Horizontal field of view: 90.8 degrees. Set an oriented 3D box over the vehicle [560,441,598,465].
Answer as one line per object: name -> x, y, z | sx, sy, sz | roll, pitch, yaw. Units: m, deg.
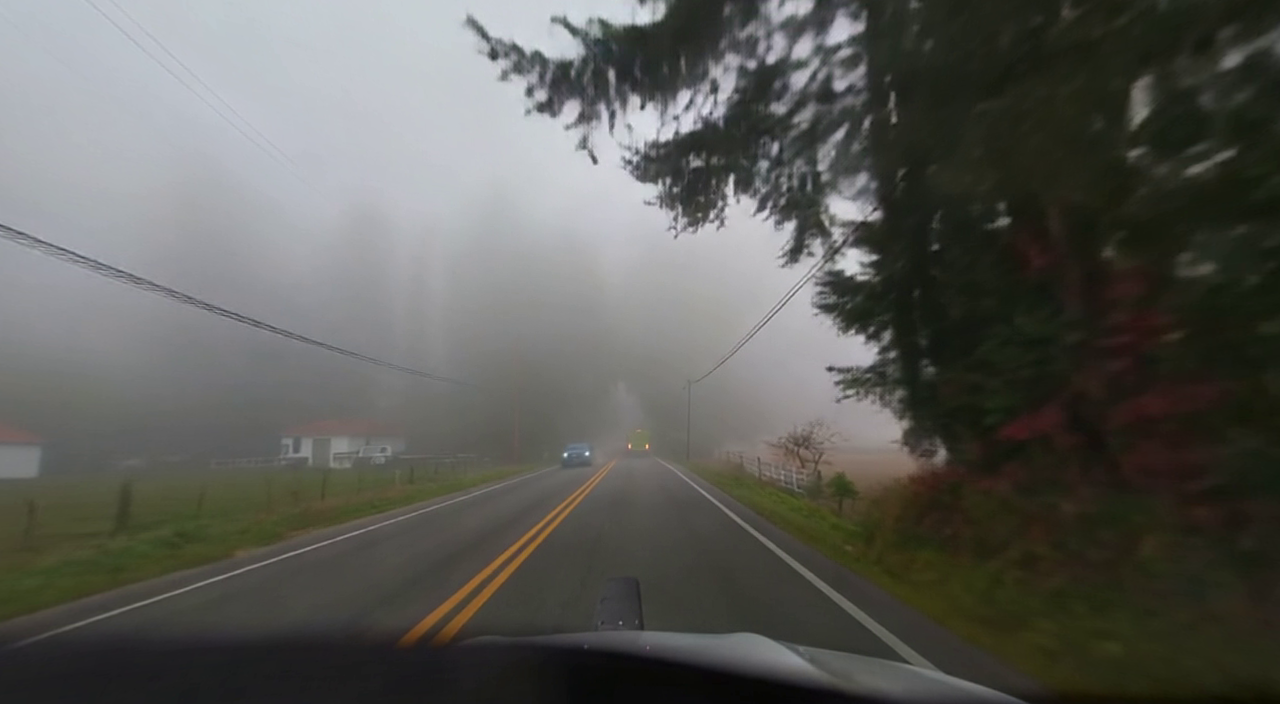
vehicle -> -3.951, 6.637, 41.607 | 2.021, 1.491, 4.519 | 0, -8, 0
